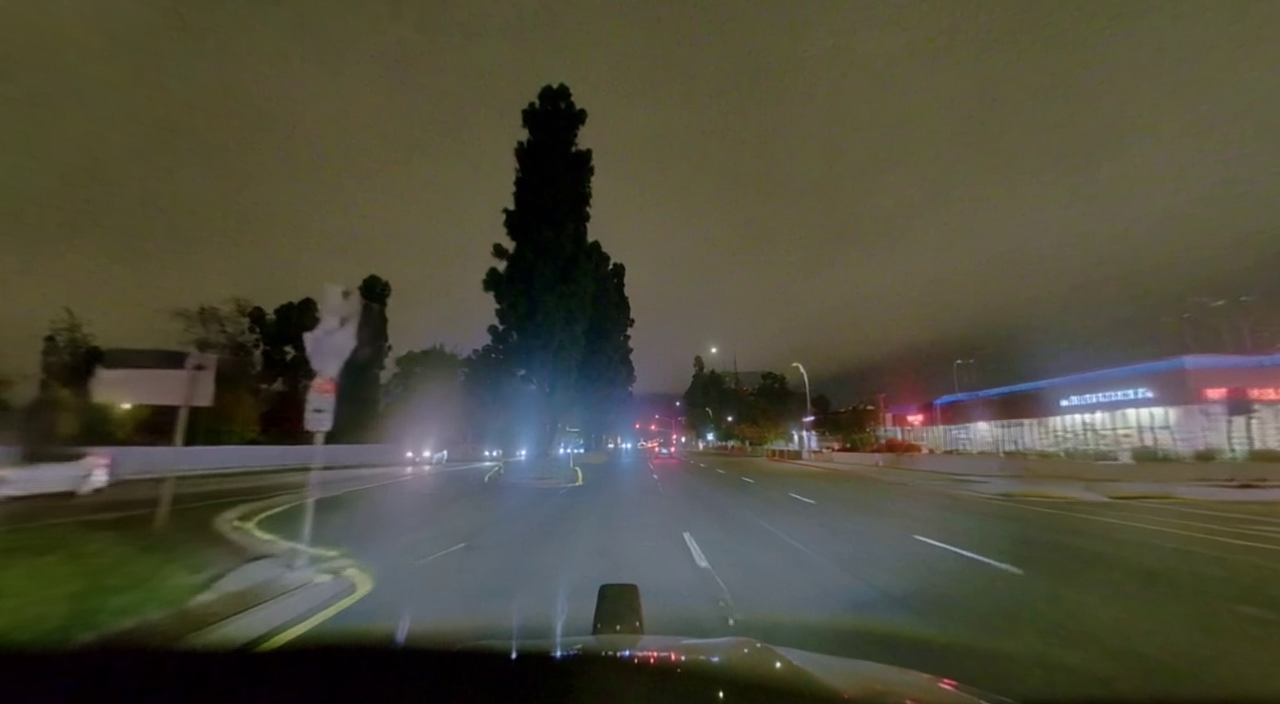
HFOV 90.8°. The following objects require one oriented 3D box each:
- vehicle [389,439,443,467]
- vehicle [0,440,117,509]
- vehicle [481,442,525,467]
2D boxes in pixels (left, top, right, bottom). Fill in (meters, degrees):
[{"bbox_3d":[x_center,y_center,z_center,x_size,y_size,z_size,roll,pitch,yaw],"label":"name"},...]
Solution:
[{"bbox_3d":[-14.918,6.728,42.282,1.924,1.767,4.397,0,-9,1],"label":"vehicle"},{"bbox_3d":[-14.771,2.744,14.281,1.967,1.453,4.539,0,-9,0],"label":"vehicle"},{"bbox_3d":[-8.998,6.757,41.749,2.107,1.560,3.955,0,-9,-1],"label":"vehicle"}]
